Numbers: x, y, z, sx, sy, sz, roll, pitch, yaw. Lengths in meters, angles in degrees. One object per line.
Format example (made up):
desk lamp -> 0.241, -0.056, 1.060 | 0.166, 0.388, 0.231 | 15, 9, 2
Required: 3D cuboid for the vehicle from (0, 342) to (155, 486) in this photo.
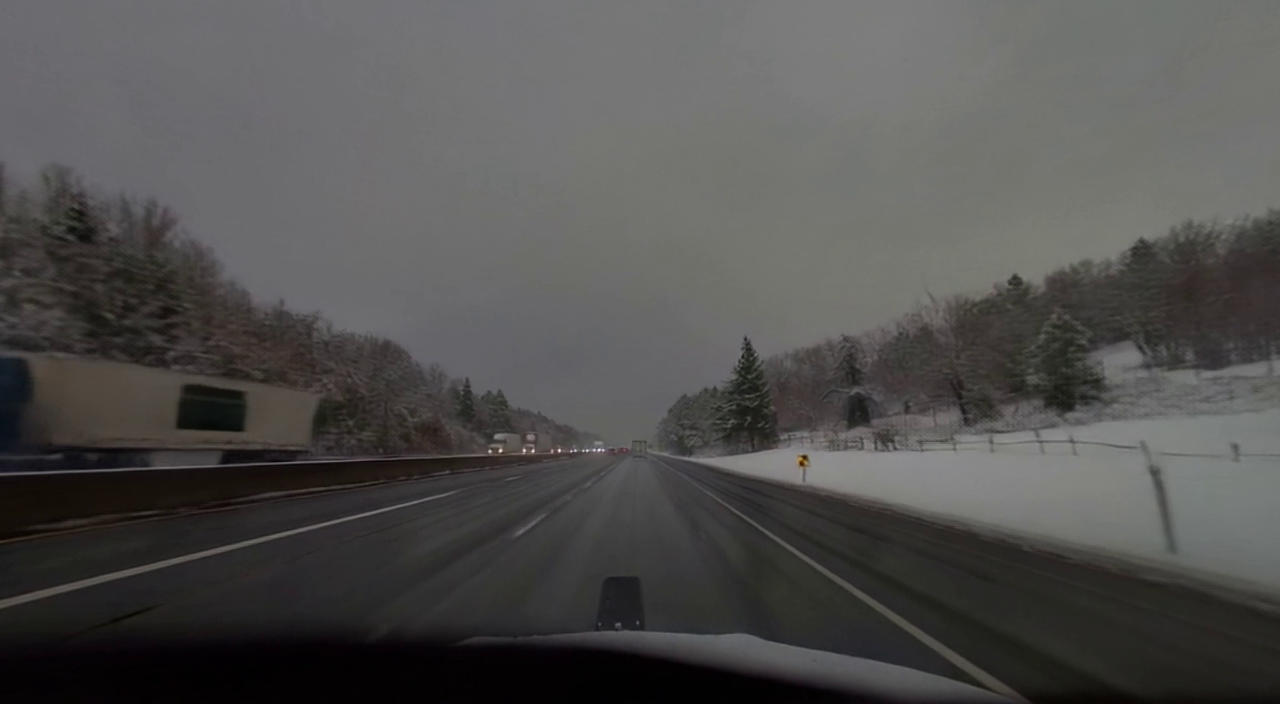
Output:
vehicle -> -18.907, 2.057, 19.475 | 3.001, 3.871, 5.872 | 0, -9, 0
